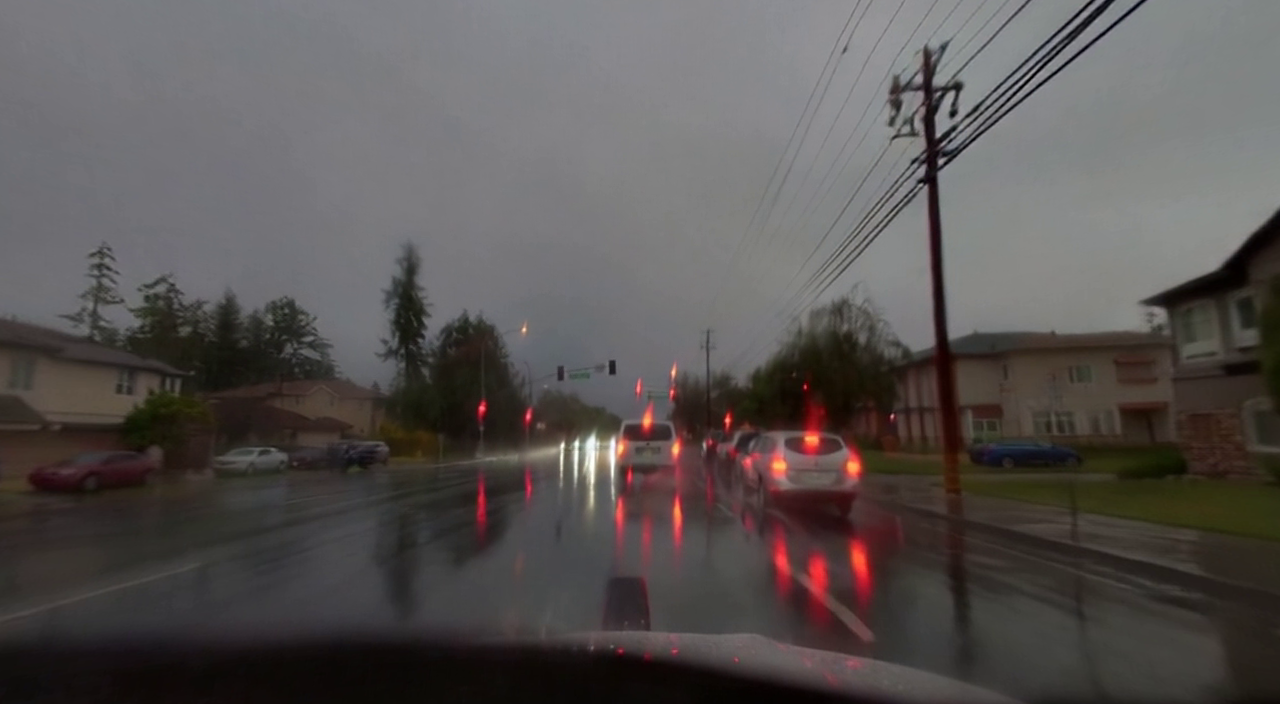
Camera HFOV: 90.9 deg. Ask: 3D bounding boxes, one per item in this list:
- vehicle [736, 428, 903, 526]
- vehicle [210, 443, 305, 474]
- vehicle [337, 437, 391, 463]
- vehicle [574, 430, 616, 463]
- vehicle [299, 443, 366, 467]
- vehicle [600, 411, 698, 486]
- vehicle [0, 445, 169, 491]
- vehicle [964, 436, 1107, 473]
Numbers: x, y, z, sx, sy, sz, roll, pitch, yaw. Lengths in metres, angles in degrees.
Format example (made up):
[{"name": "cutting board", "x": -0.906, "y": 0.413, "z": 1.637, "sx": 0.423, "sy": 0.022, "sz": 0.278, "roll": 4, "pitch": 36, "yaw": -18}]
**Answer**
[{"name": "vehicle", "x": 3.124, "y": 2.263, "z": 11.970, "sx": 2.002, "sy": 1.511, "sz": 4.124, "roll": 0, "pitch": -8, "yaw": 1}, {"name": "vehicle", "x": -19.723, "y": 5.493, "z": 32.785, "sx": 1.891, "sy": 1.460, "sz": 4.681, "roll": 0, "pitch": -8, "yaw": 2}, {"name": "vehicle", "x": -19.913, "y": 7.083, "z": 45.710, "sx": 1.996, "sy": 1.809, "sz": 4.699, "roll": 0, "pitch": -8, "yaw": -3}, {"name": "vehicle", "x": -2.604, "y": 5.626, "z": 37.595, "sx": 1.999, "sy": 1.864, "sz": 4.279, "roll": 0, "pitch": -8, "yaw": 3}, {"name": "vehicle", "x": -19.672, "y": 6.589, "z": 40.577, "sx": 1.830, "sy": 1.436, "sz": 4.771, "roll": 0, "pitch": -8, "yaw": 2}, {"name": "vehicle", "x": 0.267, "y": 3.105, "z": 20.375, "sx": 2.769, "sy": 2.087, "sz": 5.130, "roll": 0, "pitch": -8, "yaw": 0}, {"name": "vehicle", "x": -19.828, "y": 4.103, "z": 22.735, "sx": 1.866, "sy": 1.471, "sz": 4.770, "roll": 0, "pitch": -8, "yaw": 1}, {"name": "vehicle", "x": 16.571, "y": 4.305, "z": 26.603, "sx": 4.671, "sy": 1.495, "sz": 1.900, "roll": -1, "pitch": -8, "yaw": 4}]
